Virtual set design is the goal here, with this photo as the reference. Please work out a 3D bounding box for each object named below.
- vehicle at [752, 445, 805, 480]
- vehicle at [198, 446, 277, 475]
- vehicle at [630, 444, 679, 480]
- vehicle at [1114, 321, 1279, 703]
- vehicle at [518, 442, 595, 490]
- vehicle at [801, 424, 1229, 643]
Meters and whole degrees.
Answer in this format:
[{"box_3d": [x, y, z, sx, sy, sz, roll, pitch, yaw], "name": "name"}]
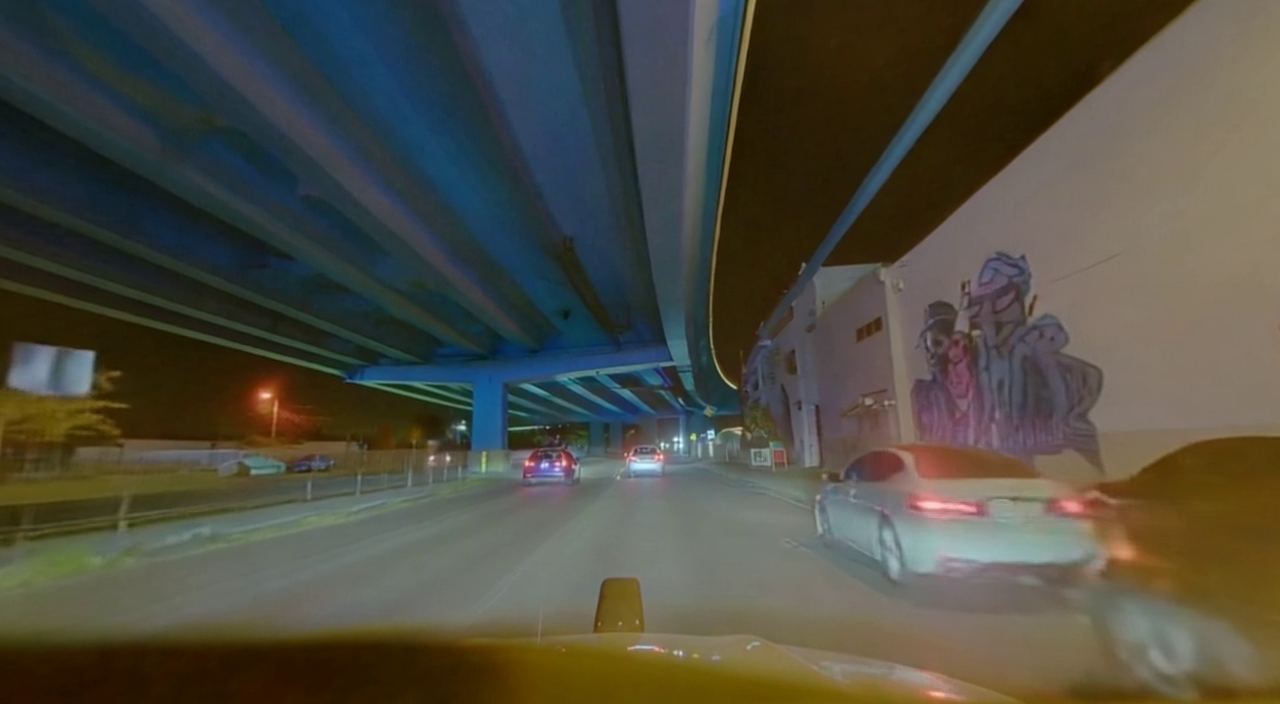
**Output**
[{"box_3d": [6.905, 5.524, 31.817, 2.023, 1.627, 3.971, 0, -9, 4], "name": "vehicle"}, {"box_3d": [-27.588, 7.442, 43.575, 2.174, 1.824, 4.764, 1, -9, 2], "name": "vehicle"}, {"box_3d": [0.684, 5.151, 29.679, 2.155, 1.571, 3.734, 0, -9, 2], "name": "vehicle"}, {"box_3d": [3.336, 0.575, 0.872, 2.043, 1.796, 4.242, 0, -9, 1], "name": "vehicle"}, {"box_3d": [-2.897, 4.072, 22.869, 2.024, 1.533, 4.549, 0, -9, 2], "name": "vehicle"}, {"box_3d": [3.386, 1.713, 7.115, 2.090, 1.575, 4.690, 0, -9, 2], "name": "vehicle"}]
